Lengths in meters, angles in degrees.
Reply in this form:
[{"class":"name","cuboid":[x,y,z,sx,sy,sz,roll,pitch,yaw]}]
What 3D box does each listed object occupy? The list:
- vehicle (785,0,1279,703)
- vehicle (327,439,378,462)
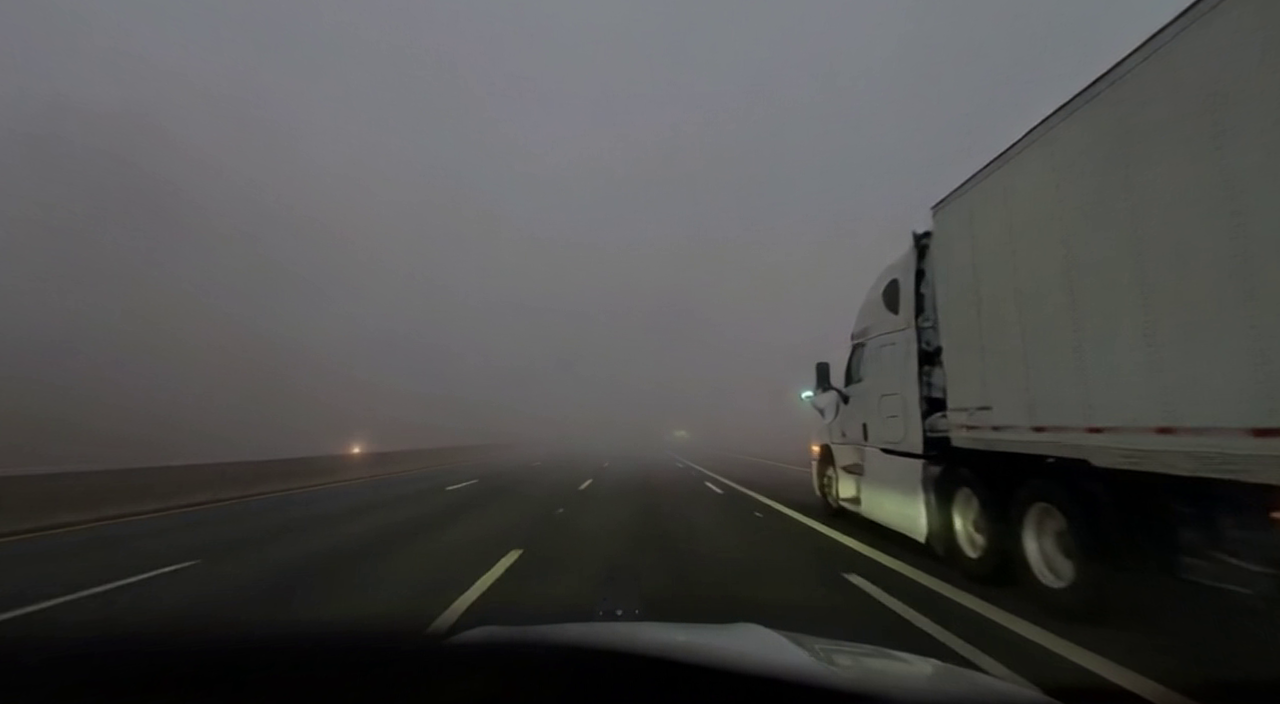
[{"class":"vehicle","cuboid":[4.131,0.000,4.068,3.446,3.698,12.089,0,-8,0]},{"class":"vehicle","cuboid":[-22.235,7.615,48.806,1.873,1.631,4.312,-1,-8,0]}]
